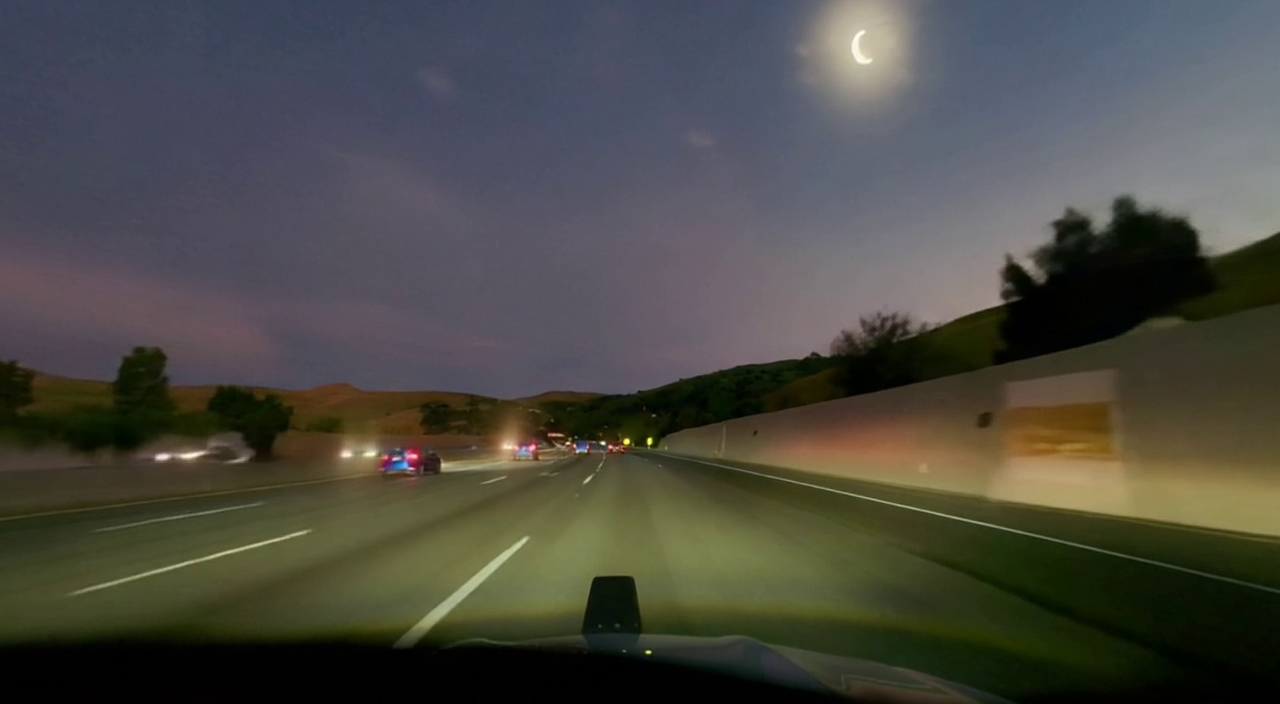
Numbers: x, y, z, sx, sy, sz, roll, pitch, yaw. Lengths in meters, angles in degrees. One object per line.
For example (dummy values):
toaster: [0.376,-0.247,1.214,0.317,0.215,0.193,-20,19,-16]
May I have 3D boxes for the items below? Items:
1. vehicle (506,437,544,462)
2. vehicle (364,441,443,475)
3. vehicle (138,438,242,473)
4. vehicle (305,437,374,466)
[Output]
vehicle: [-8.610,7.332,47.734,2.074,1.768,4.805,0,-9,-2]
vehicle: [-10.930,4.915,29.572,1.949,1.475,4.740,0,-8,-1]
vehicle: [-24.202,5.564,34.256,2.042,1.735,4.872,0,-9,-1]
vehicle: [-17.752,5.907,37.560,1.991,1.609,4.424,0,-9,-1]
